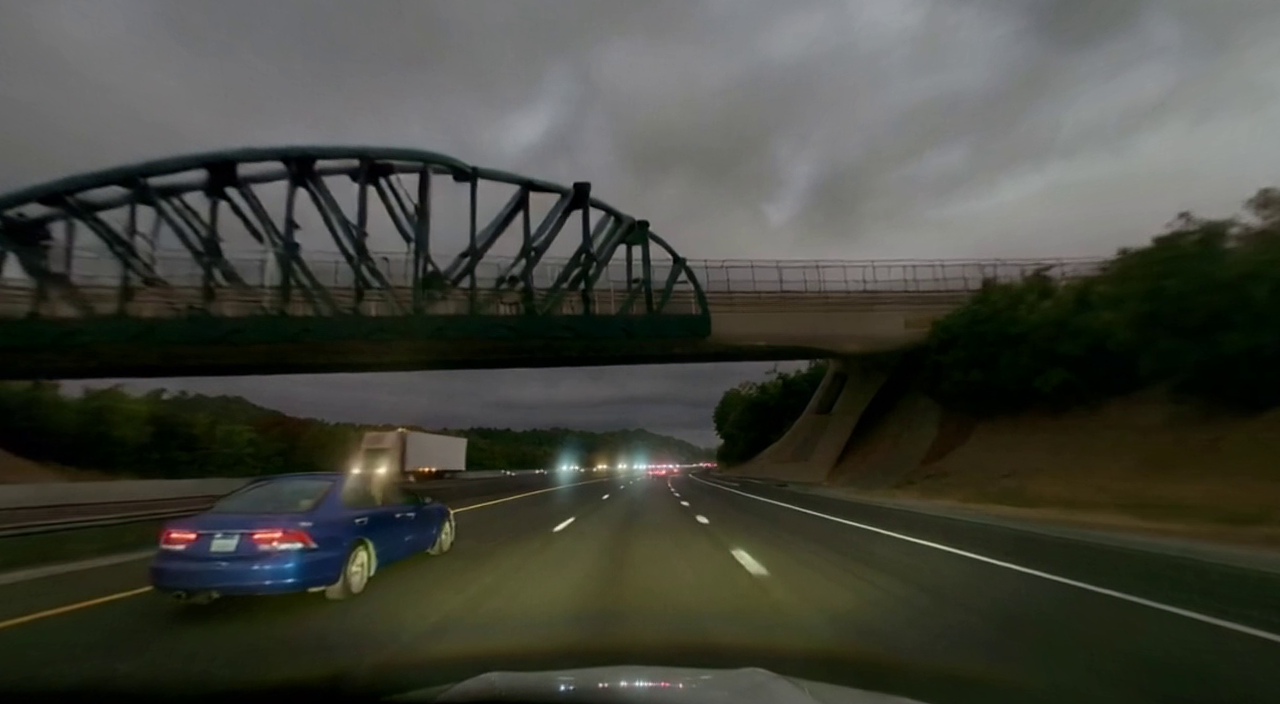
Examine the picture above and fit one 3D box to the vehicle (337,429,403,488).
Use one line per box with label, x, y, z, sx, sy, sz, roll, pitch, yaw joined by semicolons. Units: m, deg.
vehicle;-18.994;7.516;44.364;2.987;3.971;3.106;0;-11;1
